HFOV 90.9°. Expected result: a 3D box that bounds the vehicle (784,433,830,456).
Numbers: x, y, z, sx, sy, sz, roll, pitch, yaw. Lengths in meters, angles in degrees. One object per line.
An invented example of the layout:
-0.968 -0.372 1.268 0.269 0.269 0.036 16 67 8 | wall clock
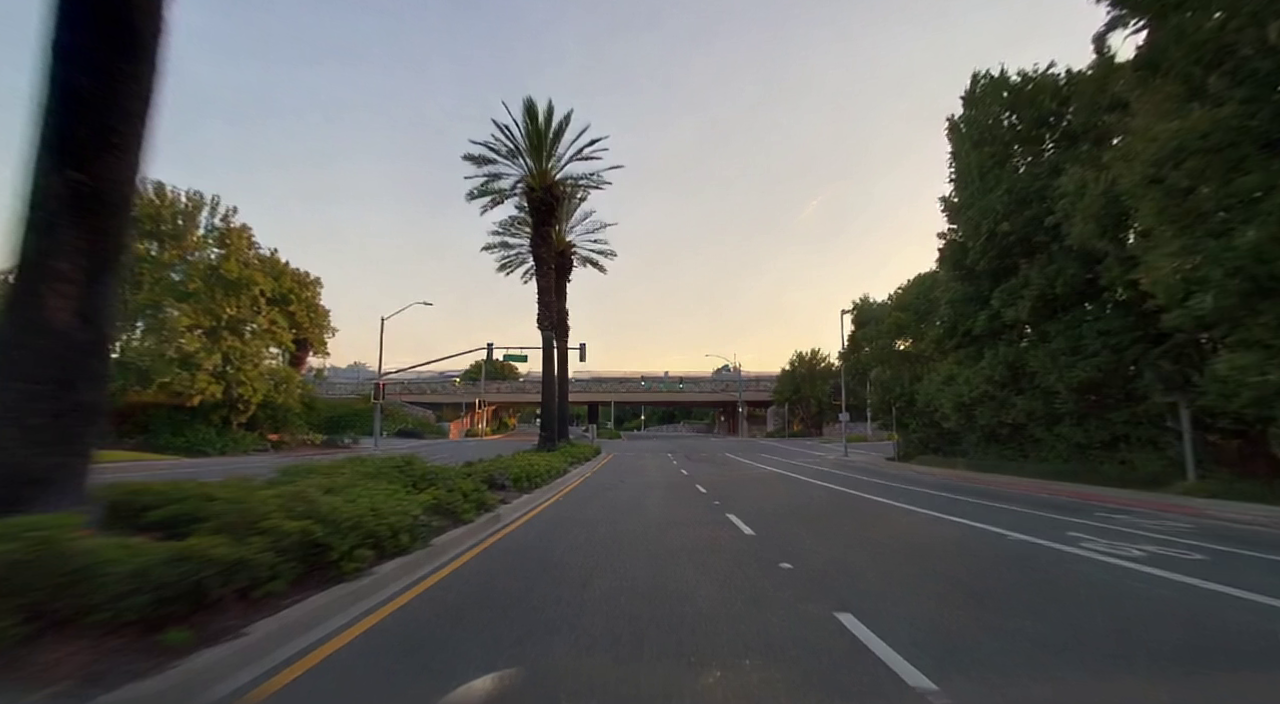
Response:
11.527 6.336 43.177 1.982 1.436 4.556 -4 -10 28 | vehicle
